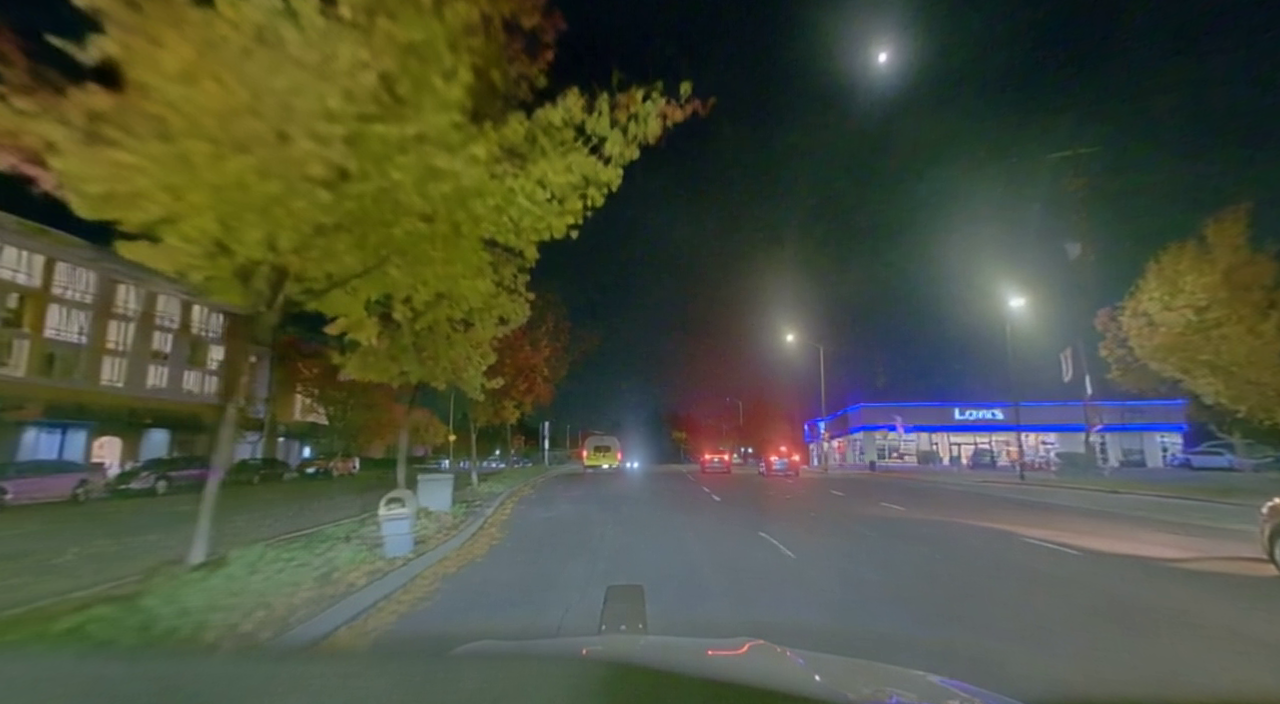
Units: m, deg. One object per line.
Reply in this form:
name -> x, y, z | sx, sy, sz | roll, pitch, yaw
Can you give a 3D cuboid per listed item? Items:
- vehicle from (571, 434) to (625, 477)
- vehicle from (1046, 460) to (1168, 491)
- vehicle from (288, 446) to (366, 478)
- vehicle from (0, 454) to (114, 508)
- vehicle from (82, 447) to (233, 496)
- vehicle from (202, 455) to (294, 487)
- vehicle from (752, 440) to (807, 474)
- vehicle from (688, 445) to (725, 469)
vehicle -> -1.981, 4.831, 29.738 | 2.344, 1.863, 4.665 | 1, -8, -4
vehicle -> 28.035, 7.409, 38.001 | 5.680, 1.772, 2.071 | 0, -8, -2
vehicle -> -18.894, 6.611, 38.374 | 1.914, 1.785, 5.408 | 0, -8, 1
vehicle -> -19.228, 3.934, 19.514 | 1.985, 1.463, 4.603 | 0, -8, -1
vehicle -> -19.127, 4.696, 25.377 | 2.137, 1.723, 4.850 | 0, -8, 1
vehicle -> -18.874, 5.733, 30.620 | 1.737, 1.349, 4.014 | 0, -8, 3
vehicle -> 7.784, 5.897, 35.657 | 2.040, 1.738, 4.414 | 0, -8, 0
vehicle -> 4.222, 6.721, 40.650 | 1.886, 1.464, 4.290 | 0, -8, 0
